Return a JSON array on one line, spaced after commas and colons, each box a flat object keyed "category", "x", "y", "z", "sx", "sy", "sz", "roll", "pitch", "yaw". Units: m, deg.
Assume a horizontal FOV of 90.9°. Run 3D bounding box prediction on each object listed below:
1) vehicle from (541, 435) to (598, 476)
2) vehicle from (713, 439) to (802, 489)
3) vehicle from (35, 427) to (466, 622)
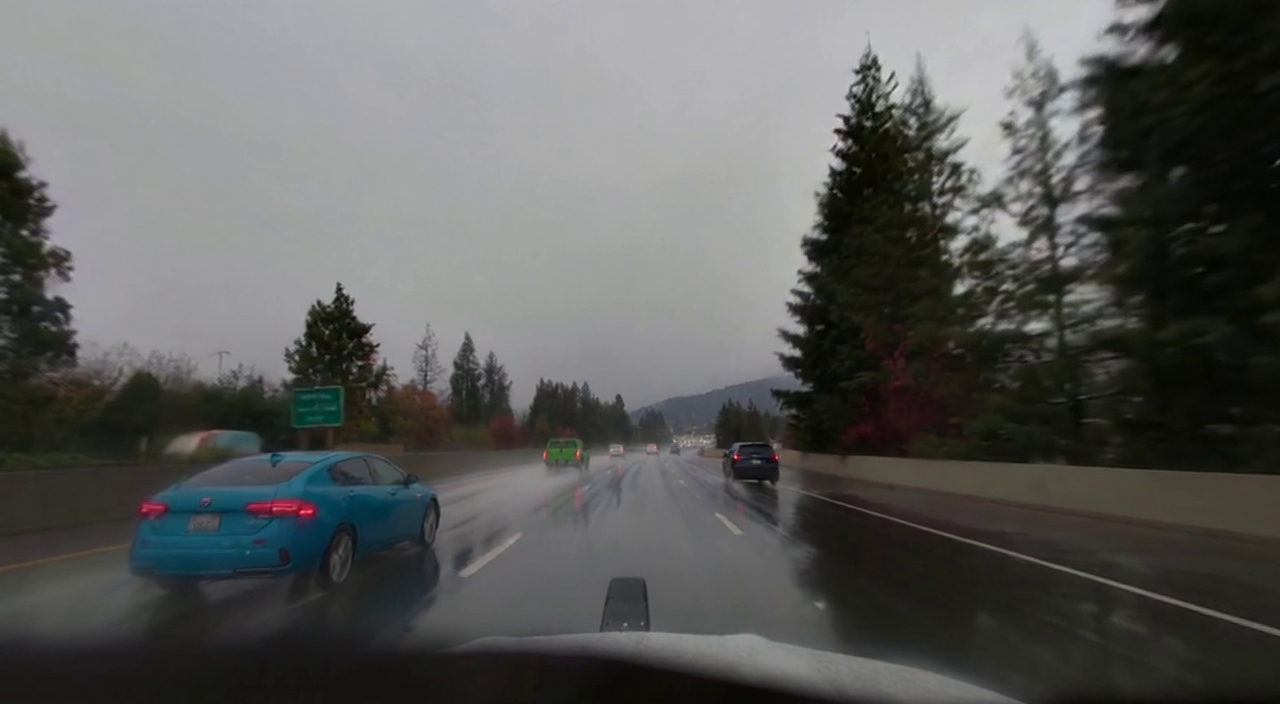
[{"category": "vehicle", "x": -3.366, "y": 5.053, "z": 30.932, "sx": 2.122, "sy": 1.847, "sz": 4.696, "roll": 0, "pitch": -9, "yaw": 1}, {"category": "vehicle", "x": 3.799, "y": 3.734, "z": 21.310, "sx": 2.100, "sy": 1.472, "sz": 4.533, "roll": 0, "pitch": -9, "yaw": -1}, {"category": "vehicle", "x": -3.614, "y": 1.659, "z": 7.118, "sx": 1.948, "sy": 1.475, "sz": 4.461, "roll": 0, "pitch": -9, "yaw": 1}]
